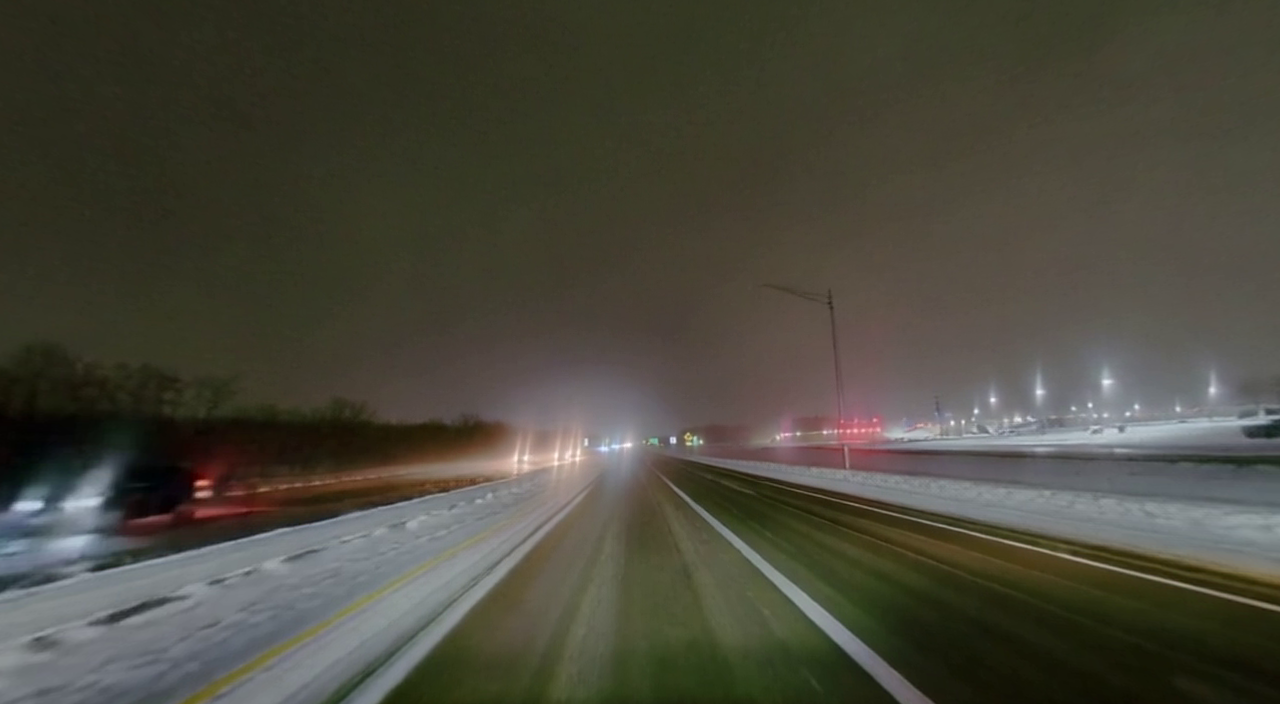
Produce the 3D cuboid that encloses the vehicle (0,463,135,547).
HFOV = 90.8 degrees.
[{"bbox_3d":[-12.869,2.997,12.501,1.959,1.465,4.601,0,-9,-1],"label":"vehicle"}]
